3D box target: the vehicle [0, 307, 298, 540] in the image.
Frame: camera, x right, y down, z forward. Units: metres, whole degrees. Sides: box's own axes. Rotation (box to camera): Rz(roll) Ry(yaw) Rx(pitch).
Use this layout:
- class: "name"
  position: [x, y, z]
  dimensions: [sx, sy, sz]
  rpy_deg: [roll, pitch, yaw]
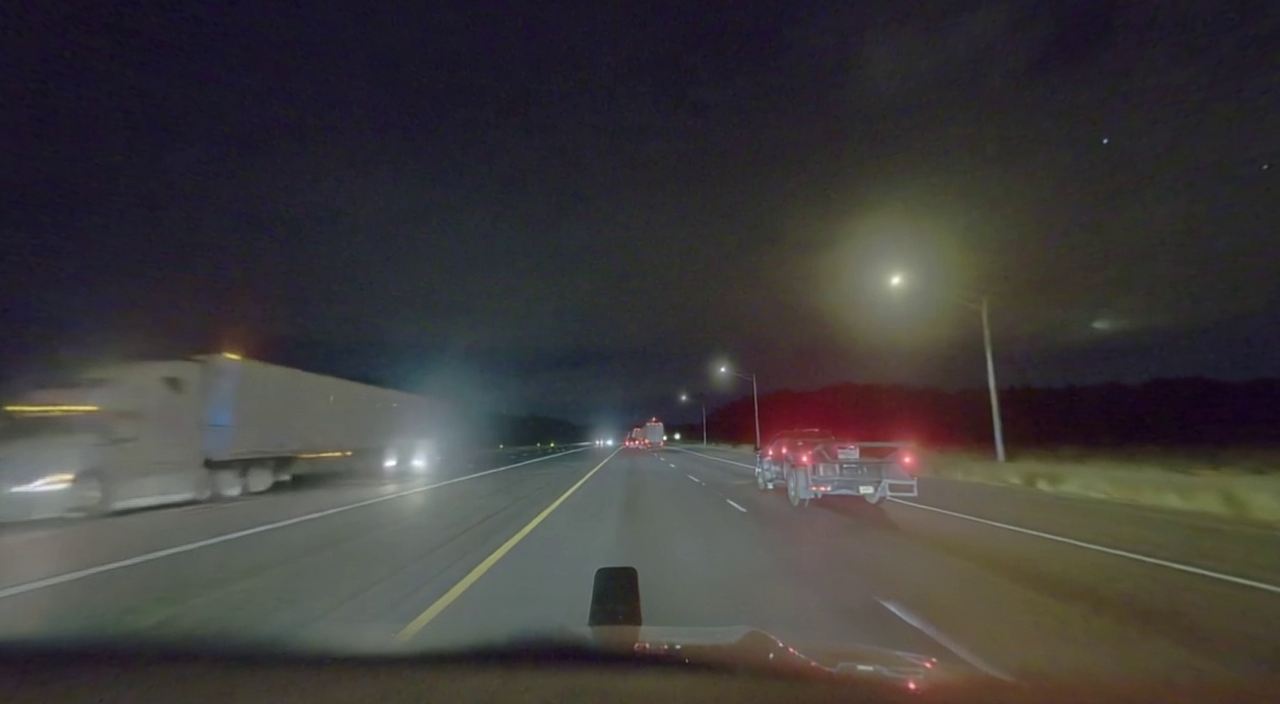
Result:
- class: "vehicle"
  position: [-12.574, 1.824, 15.227]
  dimensions: [2.979, 3.983, 10.131]
  rpy_deg: [0, -8, -1]

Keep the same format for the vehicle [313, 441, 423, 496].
- class: "vehicle"
  position: [-8.291, 3.542, 19.573]
  dimensions: [1.821, 1.492, 3.746]
  rpy_deg: [0, -8, -1]
